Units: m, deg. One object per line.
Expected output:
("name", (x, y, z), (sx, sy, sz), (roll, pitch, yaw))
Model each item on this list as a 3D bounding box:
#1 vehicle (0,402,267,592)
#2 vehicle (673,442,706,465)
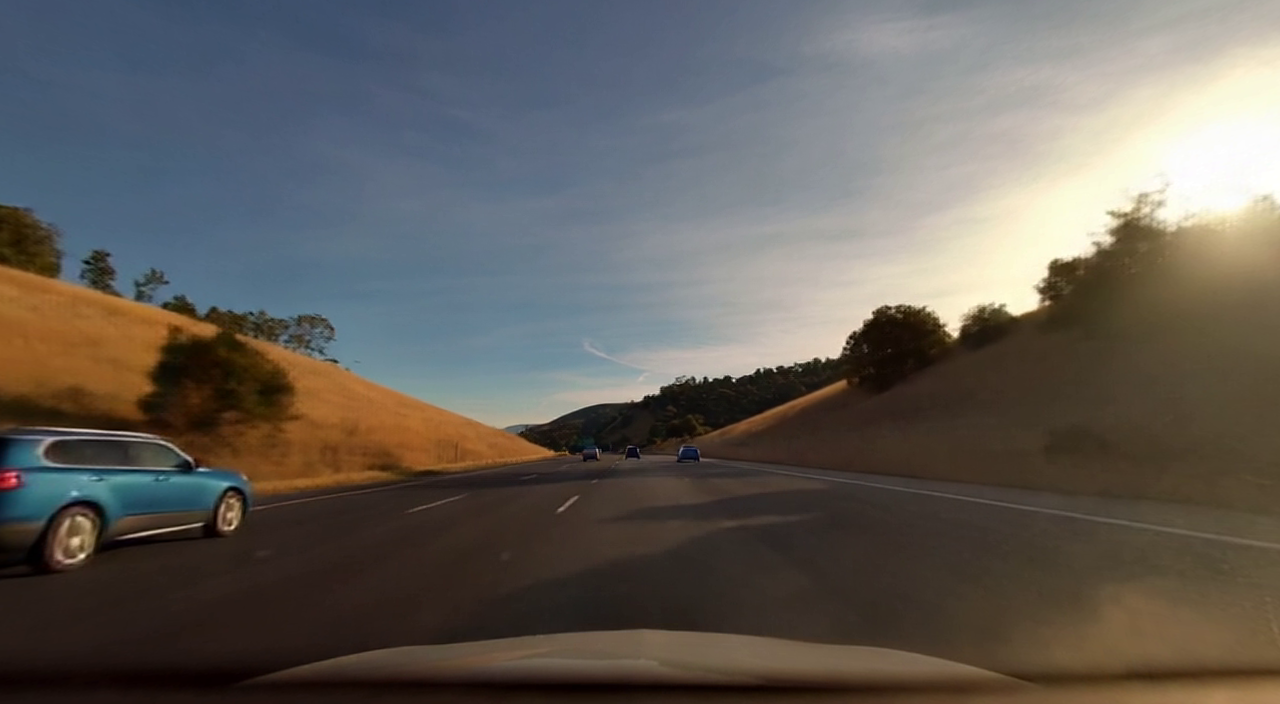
("vehicle", (-7.139, 1.602, 7.543), (2.285, 1.759, 4.968), (0, -8, 0))
("vehicle", (3.771, 7.829, 48.799), (1.995, 1.712, 4.206), (0, -8, -3))
